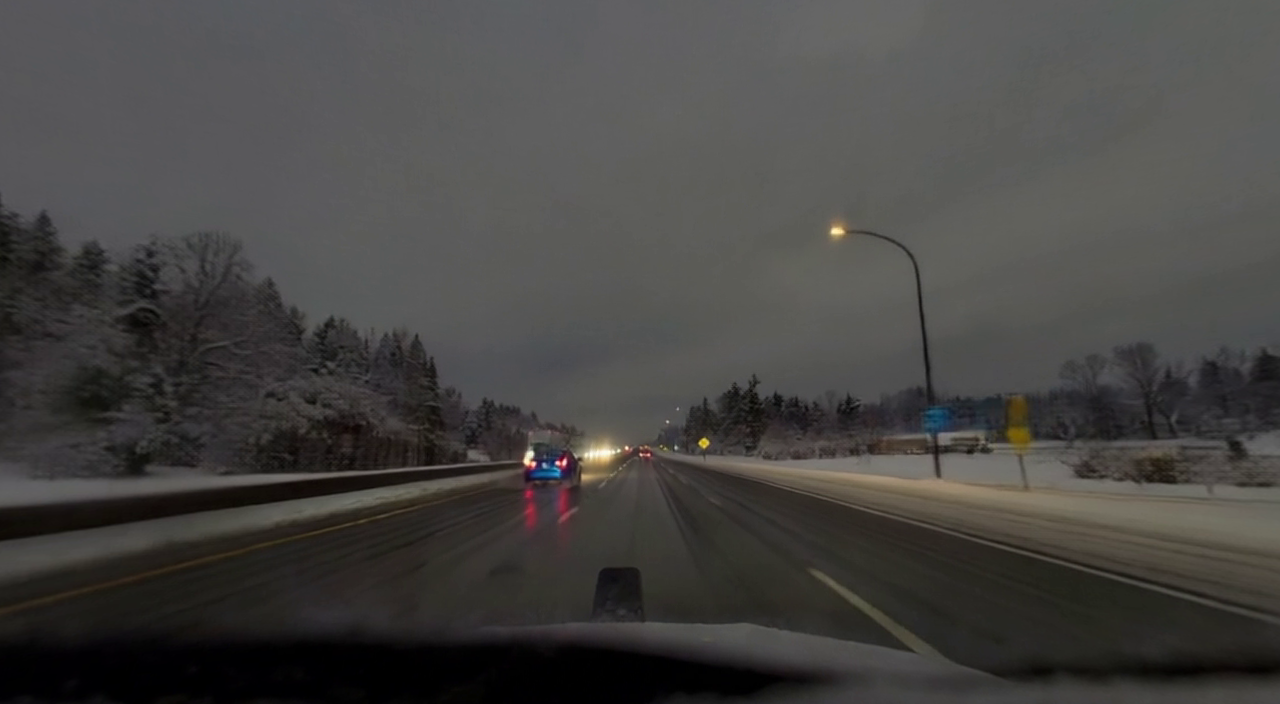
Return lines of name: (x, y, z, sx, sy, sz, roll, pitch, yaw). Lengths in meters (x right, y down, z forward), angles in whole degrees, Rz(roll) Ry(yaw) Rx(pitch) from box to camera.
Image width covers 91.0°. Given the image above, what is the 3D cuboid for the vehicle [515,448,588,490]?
vehicle: (-3.440, 4.640, 25.361, 2.162, 1.493, 4.583, 0, -9, 1)
